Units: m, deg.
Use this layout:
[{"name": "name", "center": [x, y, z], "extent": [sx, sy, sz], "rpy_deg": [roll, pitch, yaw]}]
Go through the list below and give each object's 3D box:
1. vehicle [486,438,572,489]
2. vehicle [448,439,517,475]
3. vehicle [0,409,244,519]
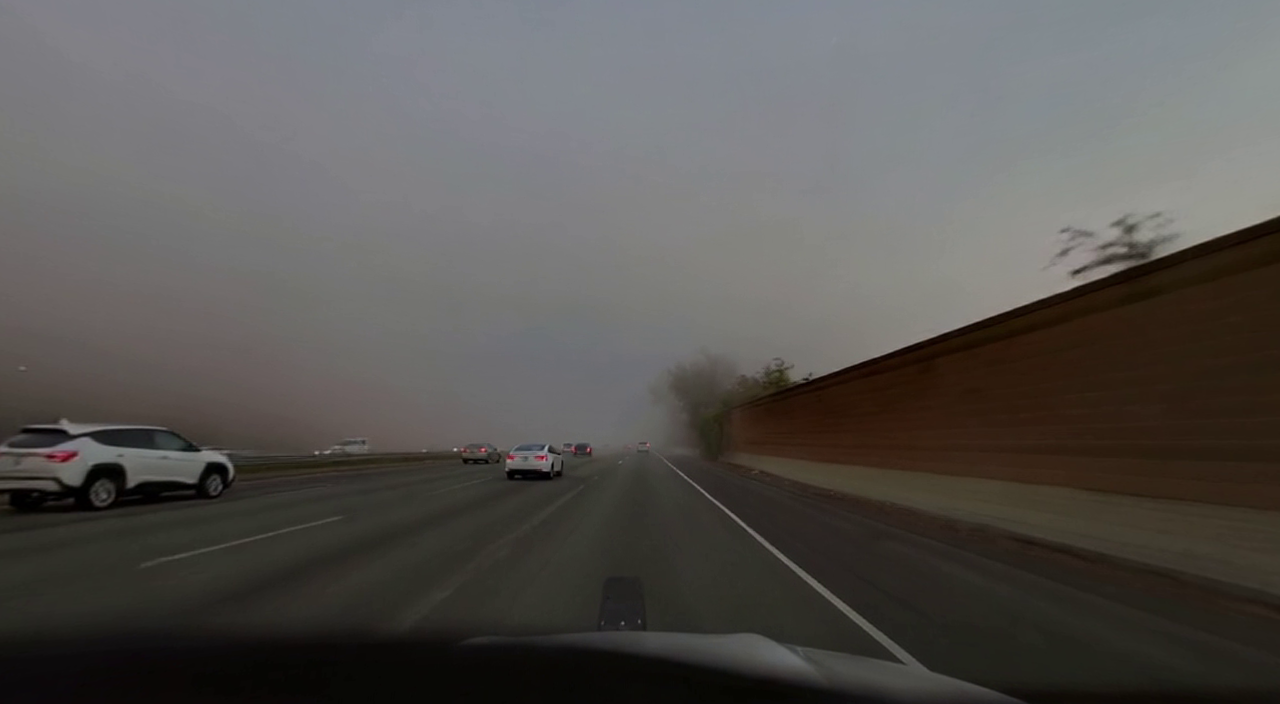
[{"name": "vehicle", "center": [-3.581, 3.684, 21.223], "extent": [1.945, 1.484, 4.803], "rpy_deg": [0, -8, 1]}, {"name": "vehicle", "center": [-7.059, 4.747, 28.616], "extent": [1.942, 1.502, 4.216], "rpy_deg": [0, -8, 1]}, {"name": "vehicle", "center": [-11.147, 2.247, 13.211], "extent": [2.207, 1.834, 5.255], "rpy_deg": [0, -8, 0]}]
